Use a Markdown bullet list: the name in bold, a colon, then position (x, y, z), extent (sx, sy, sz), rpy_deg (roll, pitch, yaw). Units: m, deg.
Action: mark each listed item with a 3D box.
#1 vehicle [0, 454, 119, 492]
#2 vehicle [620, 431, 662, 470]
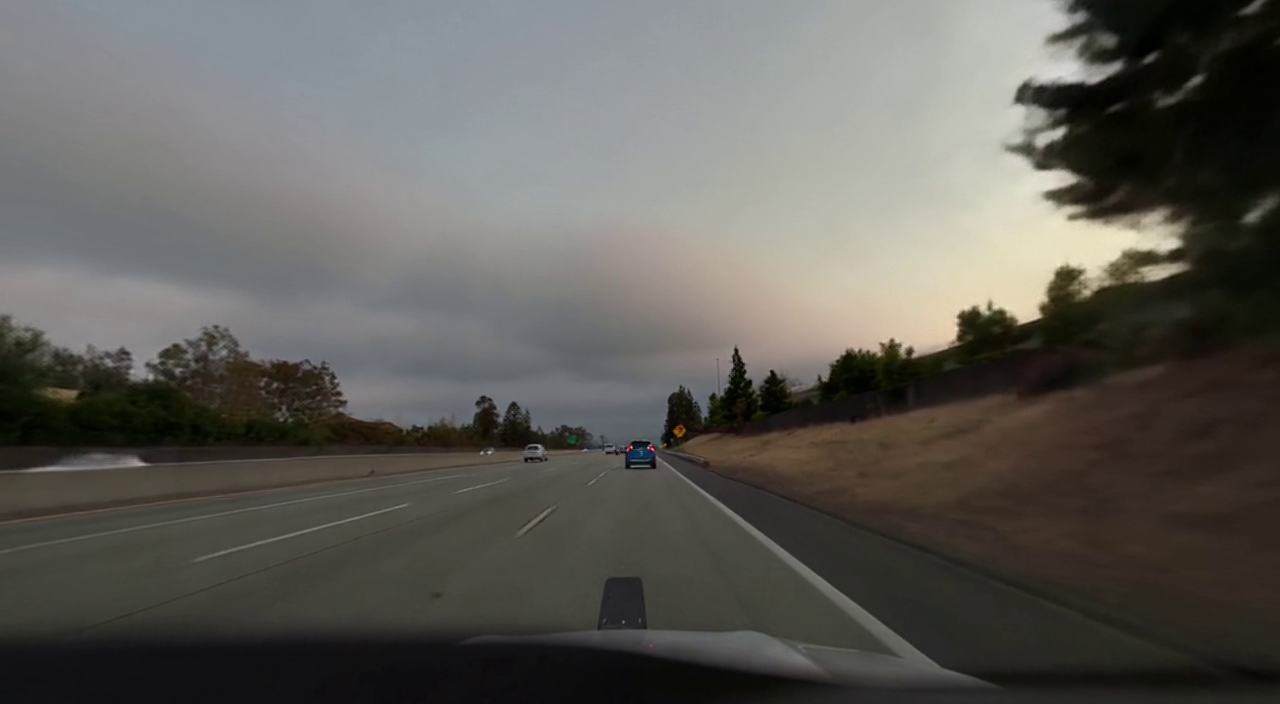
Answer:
- **vehicle**: position (-26.663, 5.505, 28.981), extent (1.796, 1.530, 4.250), rpy_deg (0, -8, 0)
- **vehicle**: position (0.049, 5.857, 37.511), extent (2.318, 2.145, 4.561), rpy_deg (0, -8, 0)
